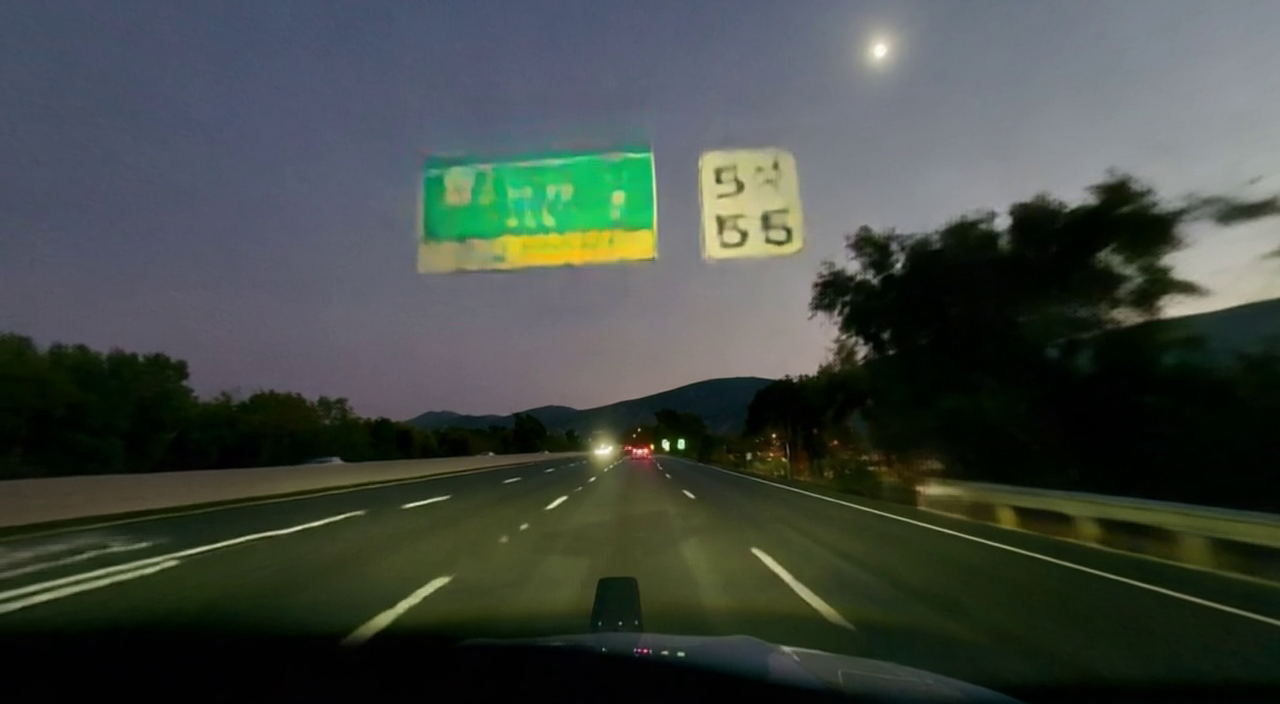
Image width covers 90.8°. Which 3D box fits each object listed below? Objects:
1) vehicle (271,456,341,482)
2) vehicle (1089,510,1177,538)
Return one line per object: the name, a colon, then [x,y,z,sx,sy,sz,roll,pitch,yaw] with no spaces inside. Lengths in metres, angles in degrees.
vehicle: [-21.224,7.406,40.354,1.917,1.480,4.664,0,-9,1]
vehicle: [36.472,12.733,46.800,4.860,1.747,2.125,1,-8,-5]
